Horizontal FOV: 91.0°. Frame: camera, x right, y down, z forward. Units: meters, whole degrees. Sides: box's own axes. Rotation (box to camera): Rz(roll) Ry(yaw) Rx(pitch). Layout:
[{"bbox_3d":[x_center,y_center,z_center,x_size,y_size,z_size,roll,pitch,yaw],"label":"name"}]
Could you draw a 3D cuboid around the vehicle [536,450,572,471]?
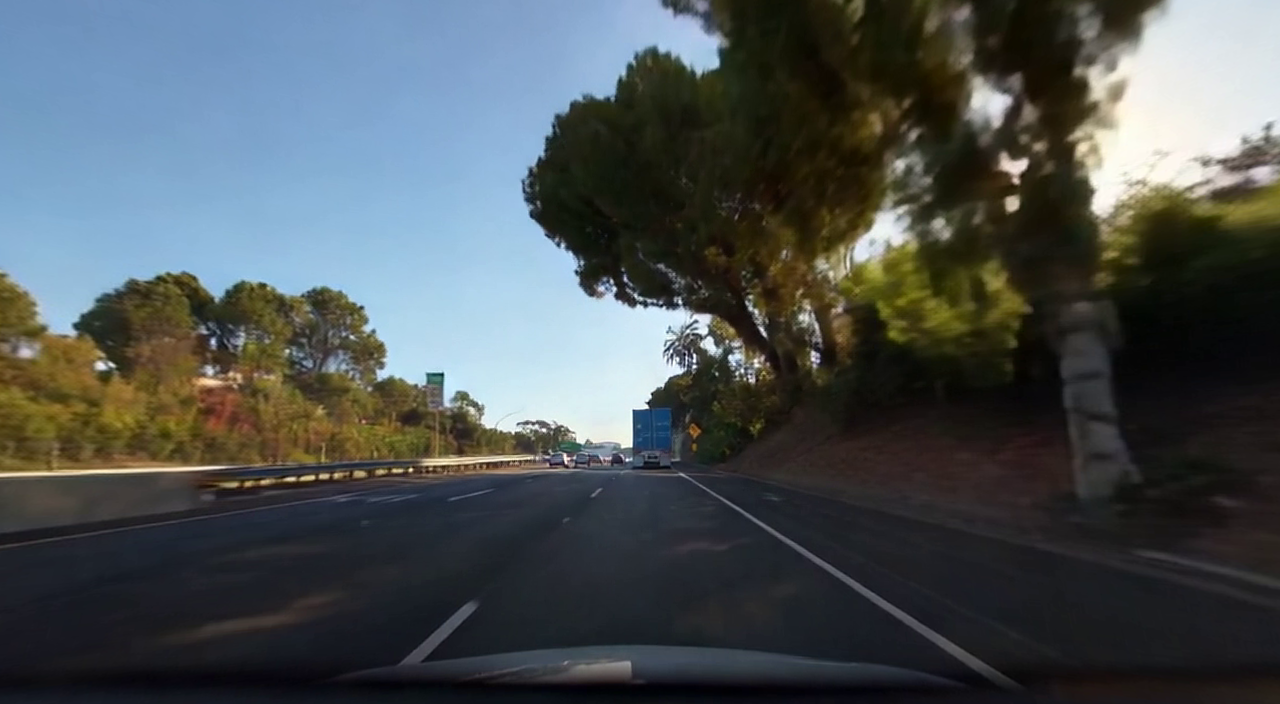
[{"bbox_3d":[-6.544,8.260,48.287,2.017,1.517,4.766,0,-9,1],"label":"vehicle"}]
